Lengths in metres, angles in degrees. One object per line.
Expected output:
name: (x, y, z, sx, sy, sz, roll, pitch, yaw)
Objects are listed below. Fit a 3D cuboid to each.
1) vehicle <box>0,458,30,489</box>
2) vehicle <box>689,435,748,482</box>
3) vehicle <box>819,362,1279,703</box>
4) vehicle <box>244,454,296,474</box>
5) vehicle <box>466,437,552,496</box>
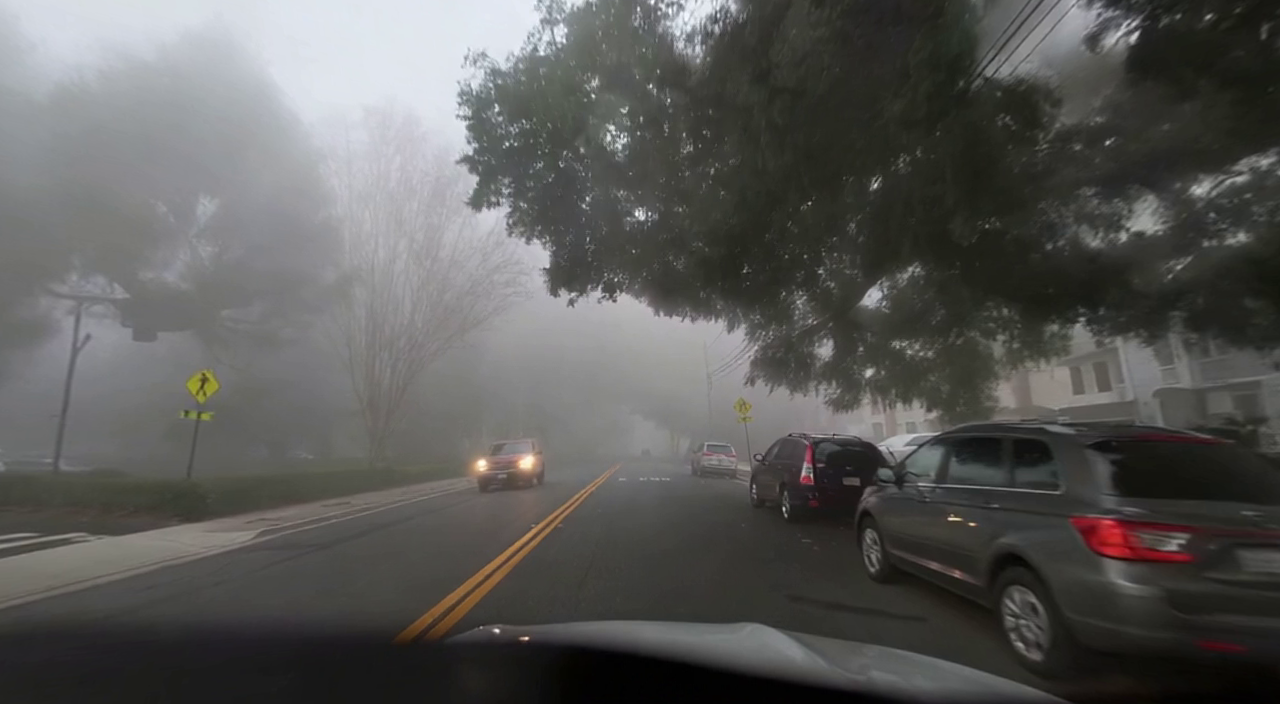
vehicle: (-35.787, 6.862, 35.520, 3.883, 1.505, 1.825, -15, -17, 42)
vehicle: (3.435, 4.722, 28.195, 1.949, 1.807, 4.224, 3, -9, -1)
vehicle: (3.367, 1.273, 5.427, 2.137, 1.761, 4.697, 0, -9, -2)
vehicle: (-29.184, 8.776, 49.717, 4.558, 1.495, 1.925, -7, -11, 38)
vehicle: (-4.493, 3.985, 22.390, 2.074, 1.836, 4.365, -1, -9, 0)
